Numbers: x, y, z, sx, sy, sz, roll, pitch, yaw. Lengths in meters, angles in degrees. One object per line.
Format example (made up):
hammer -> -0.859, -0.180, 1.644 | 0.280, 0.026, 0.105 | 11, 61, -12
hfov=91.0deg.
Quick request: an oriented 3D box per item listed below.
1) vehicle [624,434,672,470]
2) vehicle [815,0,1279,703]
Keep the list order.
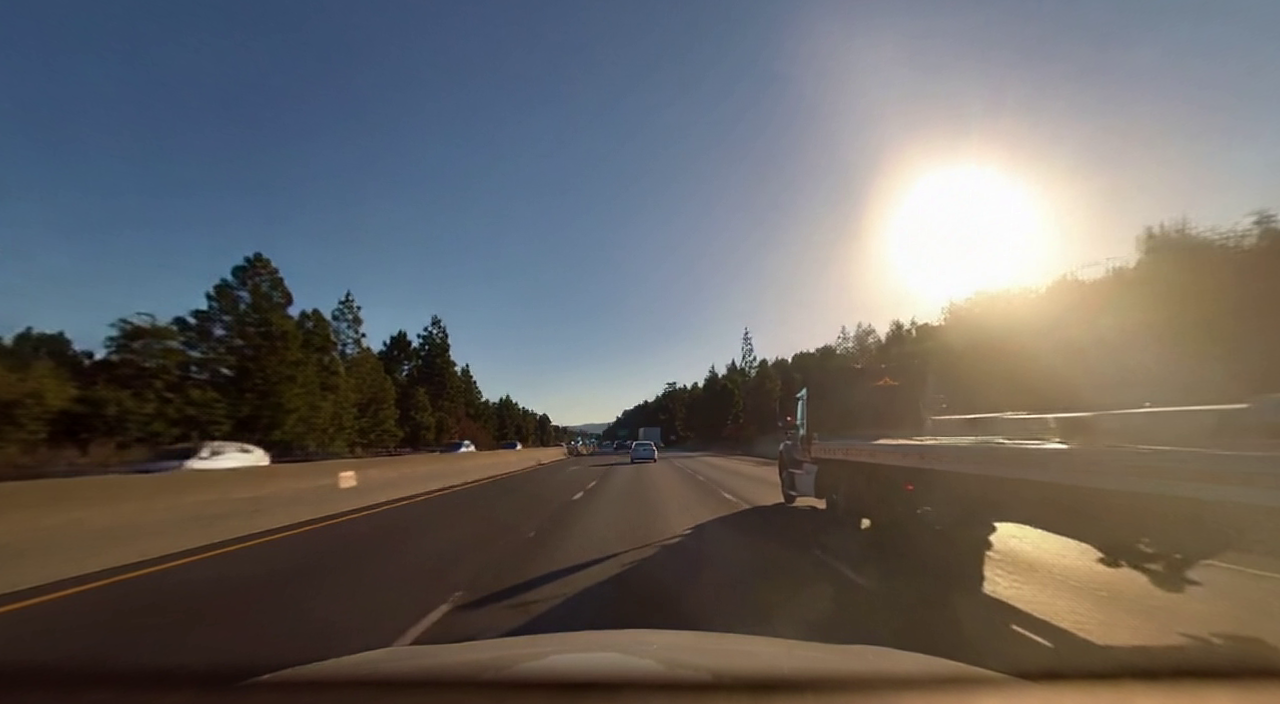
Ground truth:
vehicle -> 0.346, 4.760, 30.145 | 2.139, 1.607, 4.034 | 0, -8, 0
vehicle -> 4.039, -0.508, 1.635 | 3.005, 4.131, 14.221 | 0, -8, 0
